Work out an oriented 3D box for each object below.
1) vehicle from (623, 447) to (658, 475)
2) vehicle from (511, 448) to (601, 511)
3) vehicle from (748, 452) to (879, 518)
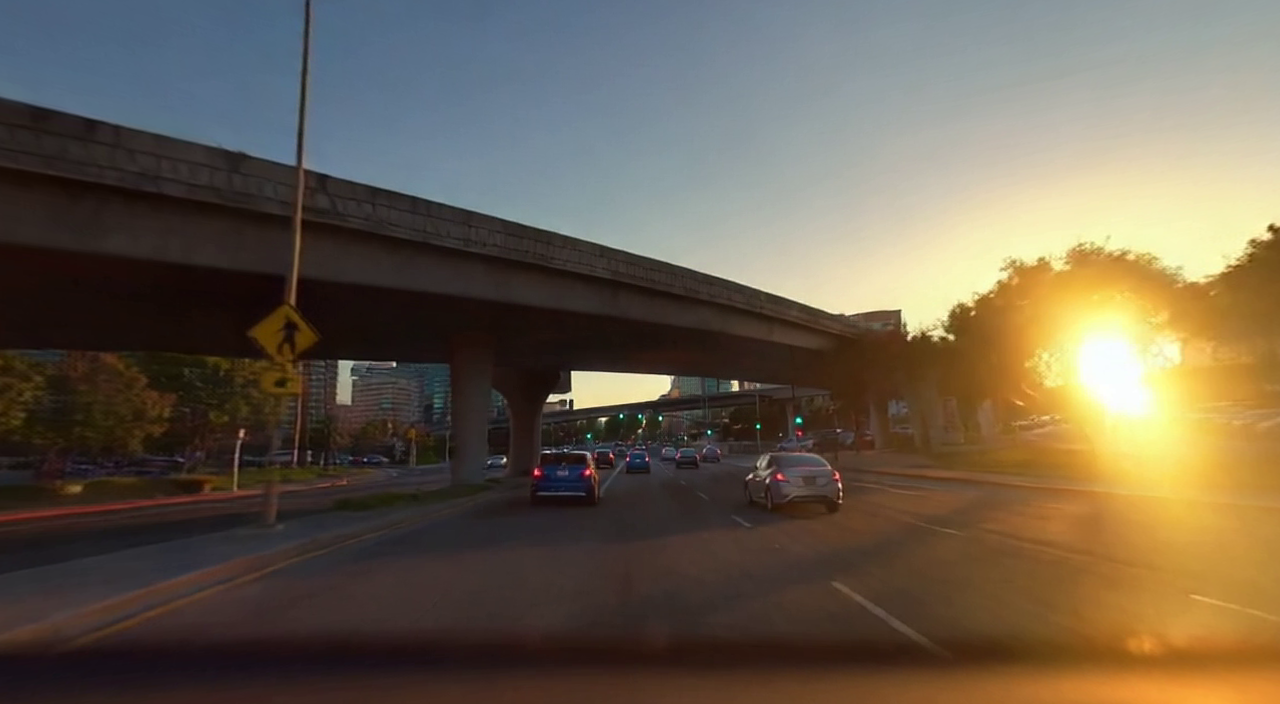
[{"bbox_3d":[0.046,7.180,41.581,2.172,1.694,4.055,0,-9,0],"label":"vehicle"},{"bbox_3d":[-2.149,3.397,17.226,2.111,1.506,4.018,1,-9,-3],"label":"vehicle"},{"bbox_3d":[4.183,3.274,15.952,2.156,1.404,4.120,0,-9,0],"label":"vehicle"}]
